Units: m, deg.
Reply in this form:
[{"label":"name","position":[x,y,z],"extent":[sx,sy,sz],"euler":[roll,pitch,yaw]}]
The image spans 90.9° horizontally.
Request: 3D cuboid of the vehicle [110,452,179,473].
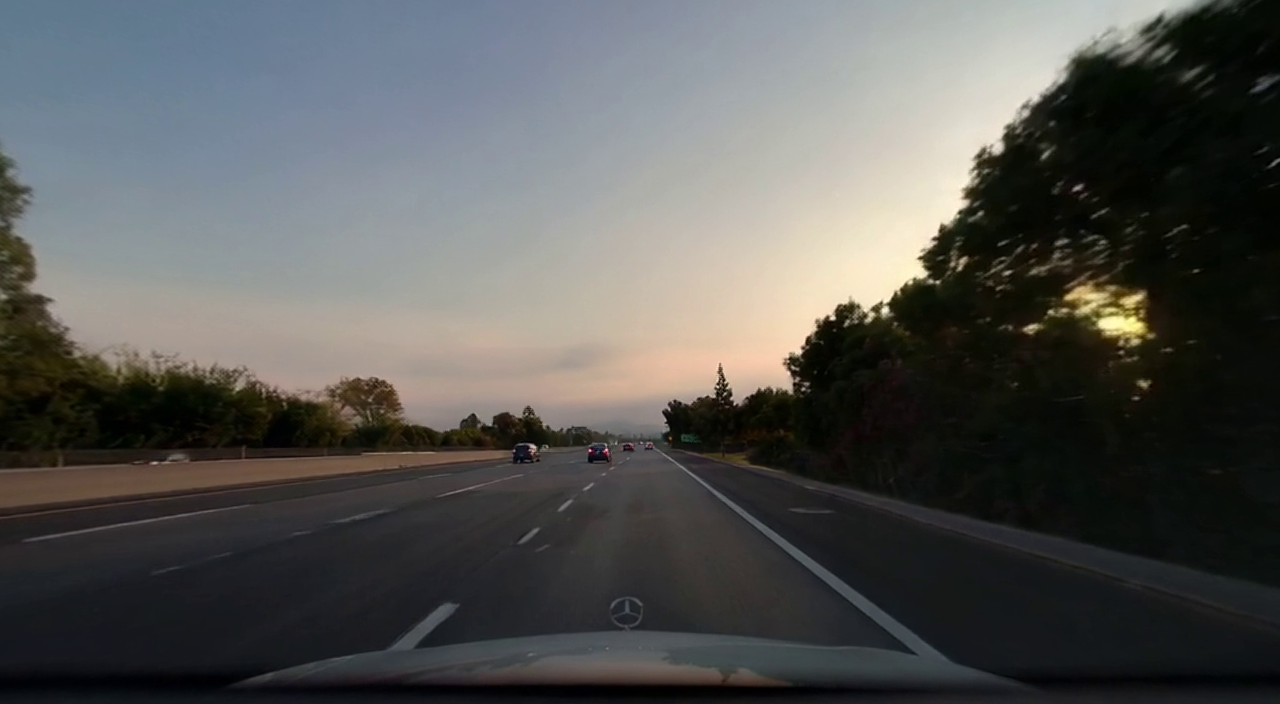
[{"label":"vehicle","position":[-36.583,8.144,46.683],"extent":[1.736,1.463,4.104],"euler":[-1,-8,1]}]
